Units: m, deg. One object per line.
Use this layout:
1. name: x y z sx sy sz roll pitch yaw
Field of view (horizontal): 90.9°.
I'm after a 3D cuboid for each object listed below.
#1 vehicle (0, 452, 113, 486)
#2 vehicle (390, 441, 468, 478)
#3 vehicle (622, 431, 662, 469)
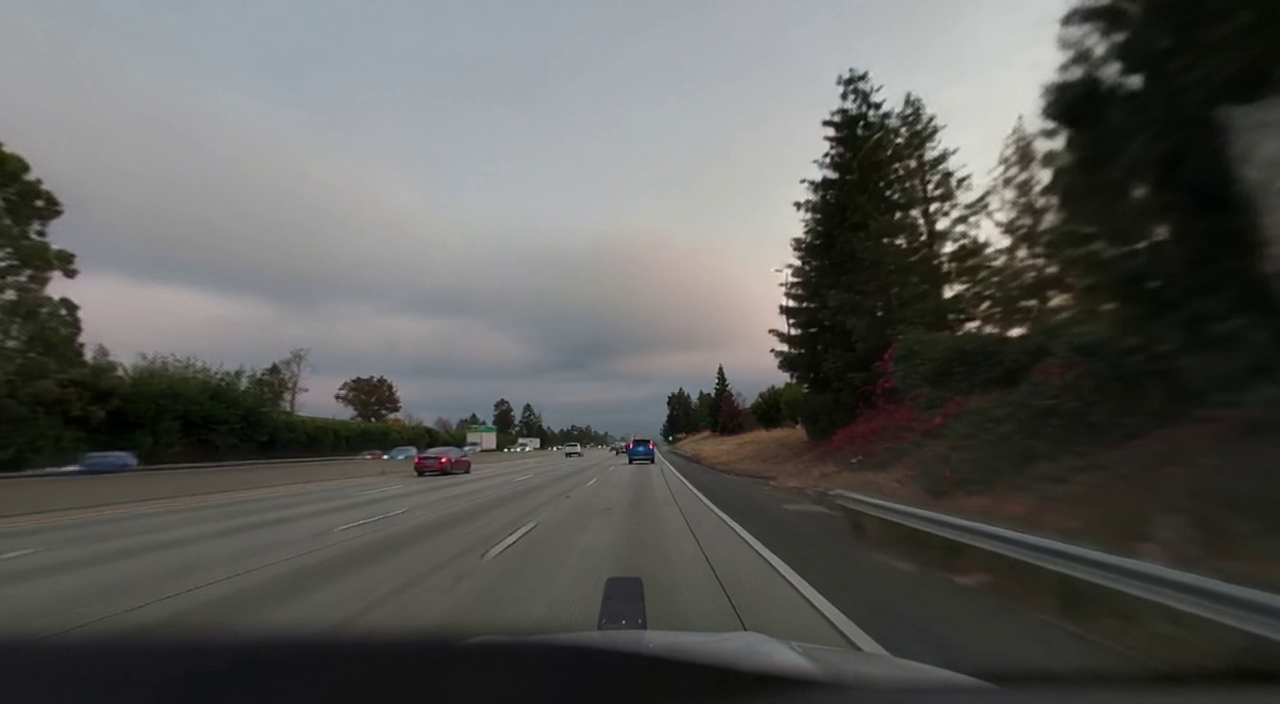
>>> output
1. vehicle: -30.665 6.046 33.019 1.950 1.568 4.772 0 -8 1
2. vehicle: -10.169 5.182 30.805 2.037 1.661 4.885 0 -8 1
3. vehicle: 0.116 6.027 38.971 2.318 2.145 4.561 0 -8 0
